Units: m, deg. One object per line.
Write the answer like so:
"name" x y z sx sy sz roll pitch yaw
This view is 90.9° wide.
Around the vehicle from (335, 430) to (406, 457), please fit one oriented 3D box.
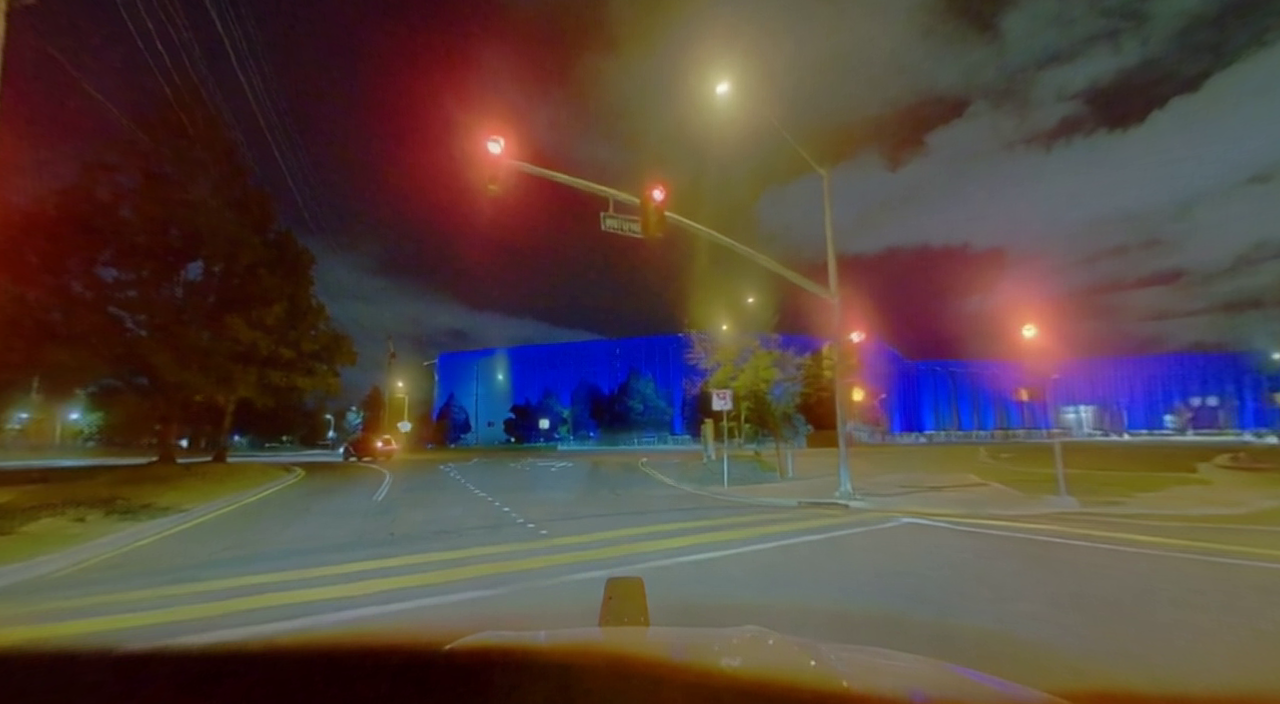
"vehicle" -20.639 7.007 48.168 5.570 1.923 2.336 -6 -10 34
